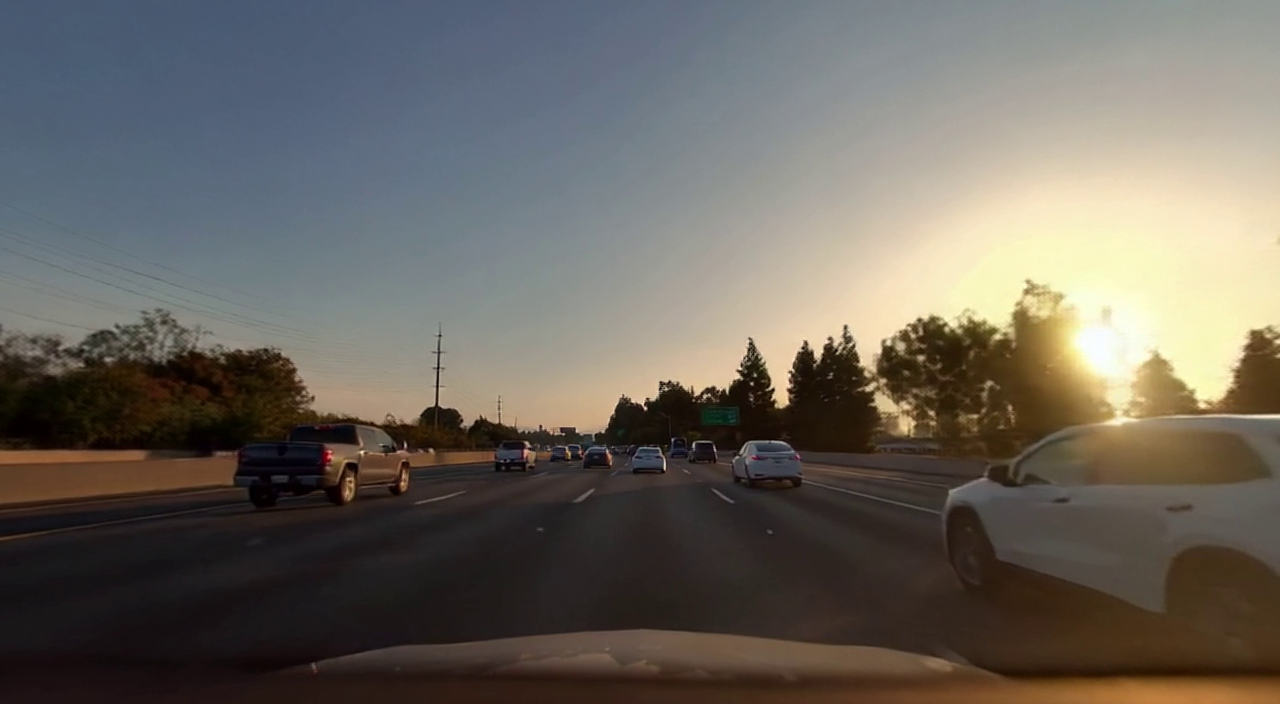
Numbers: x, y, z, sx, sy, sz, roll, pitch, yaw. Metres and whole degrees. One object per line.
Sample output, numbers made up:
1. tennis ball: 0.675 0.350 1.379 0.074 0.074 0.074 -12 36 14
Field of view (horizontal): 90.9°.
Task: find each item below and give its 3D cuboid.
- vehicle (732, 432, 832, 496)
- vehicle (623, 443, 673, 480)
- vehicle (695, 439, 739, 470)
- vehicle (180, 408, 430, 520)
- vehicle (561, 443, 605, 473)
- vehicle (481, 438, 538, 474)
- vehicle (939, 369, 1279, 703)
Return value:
1. vehicle: 4.164 3.355 19.232 2.002 1.691 4.290 0 -9 0
2. vehicle: 0.326 4.650 27.000 1.966 1.444 3.986 0 -9 0
3. vehicle: 4.671 6.298 38.935 2.195 1.778 4.455 0 -9 1
4. vehicle: -6.870 2.404 14.037 2.269 1.936 5.777 0 -9 2
5. vehicle: -2.972 5.616 33.561 1.904 1.479 4.274 0 -9 1
6. vehicle: -6.643 5.356 32.650 1.978 1.680 4.263 0 -9 1
7. vehicle: 3.619 0.980 3.263 2.051 1.595 4.301 0 -9 1
